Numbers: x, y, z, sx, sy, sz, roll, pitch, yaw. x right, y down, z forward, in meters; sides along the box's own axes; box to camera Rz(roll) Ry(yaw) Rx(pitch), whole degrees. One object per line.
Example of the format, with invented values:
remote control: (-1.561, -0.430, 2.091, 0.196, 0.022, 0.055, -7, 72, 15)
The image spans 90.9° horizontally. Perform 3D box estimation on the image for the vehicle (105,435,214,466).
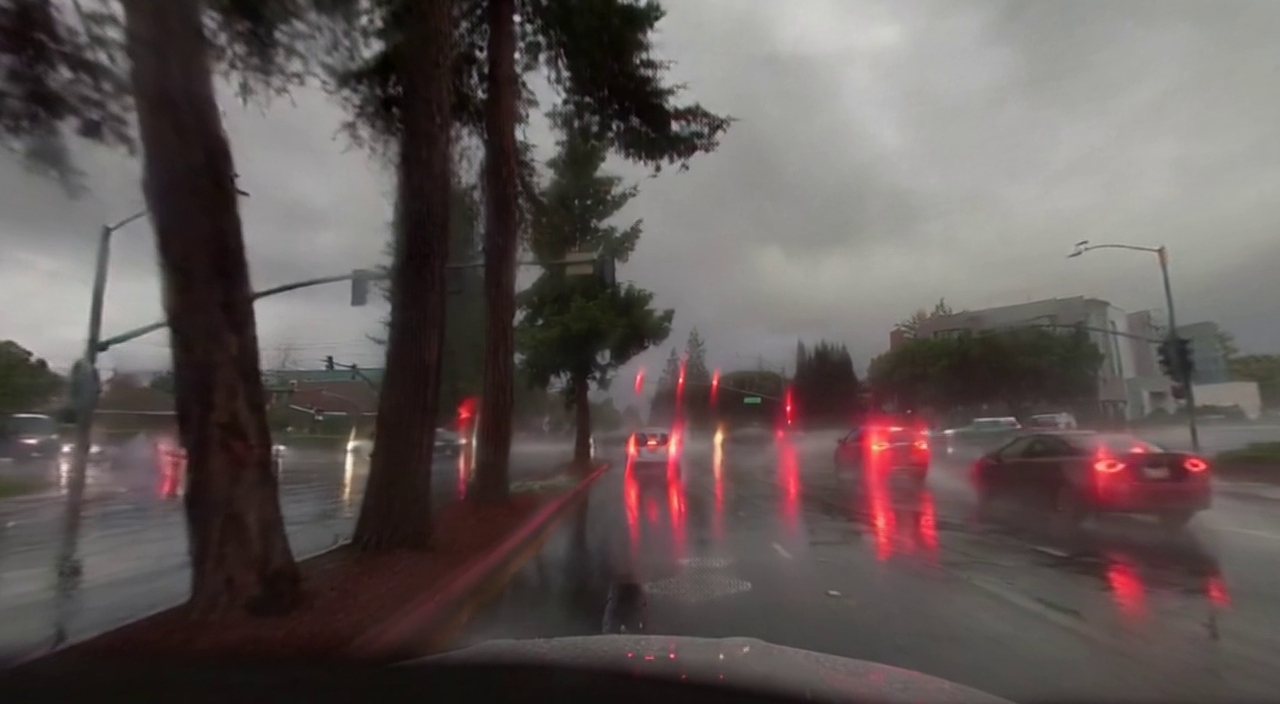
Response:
vehicle: (-28.852, 5.910, 37.961, 4.921, 1.757, 2.036, -1, -8, 1)

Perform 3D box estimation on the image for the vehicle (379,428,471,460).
vehicle: (-12.784, 5.530, 37.738, 4.786, 1.803, 1.967, -1, -8, 2)

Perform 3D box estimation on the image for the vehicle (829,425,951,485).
vehicle: (7.381, 3.086, 19.163, 1.901, 1.577, 4.348, 0, -8, 0)

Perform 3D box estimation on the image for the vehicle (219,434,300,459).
vehicle: (-26.996, 6.731, 44.851, 4.450, 1.684, 1.894, -1, -9, -3)

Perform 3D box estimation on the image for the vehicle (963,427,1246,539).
vehicle: (7.184, 2.023, 10.358, 1.726, 1.467, 3.793, 0, -8, 0)

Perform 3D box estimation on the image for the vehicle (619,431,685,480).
vehicle: (0.337, 3.481, 21.517, 2.041, 1.485, 3.813, 0, -8, -1)

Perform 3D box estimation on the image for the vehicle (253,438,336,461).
vehicle: (-22.623, 6.387, 41.407, 4.399, 1.445, 1.769, -1, -8, 1)

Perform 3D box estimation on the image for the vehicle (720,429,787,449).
vehicle: (8.857, 6.812, 49.575, 4.944, 1.488, 1.807, -1, -8, 1)
